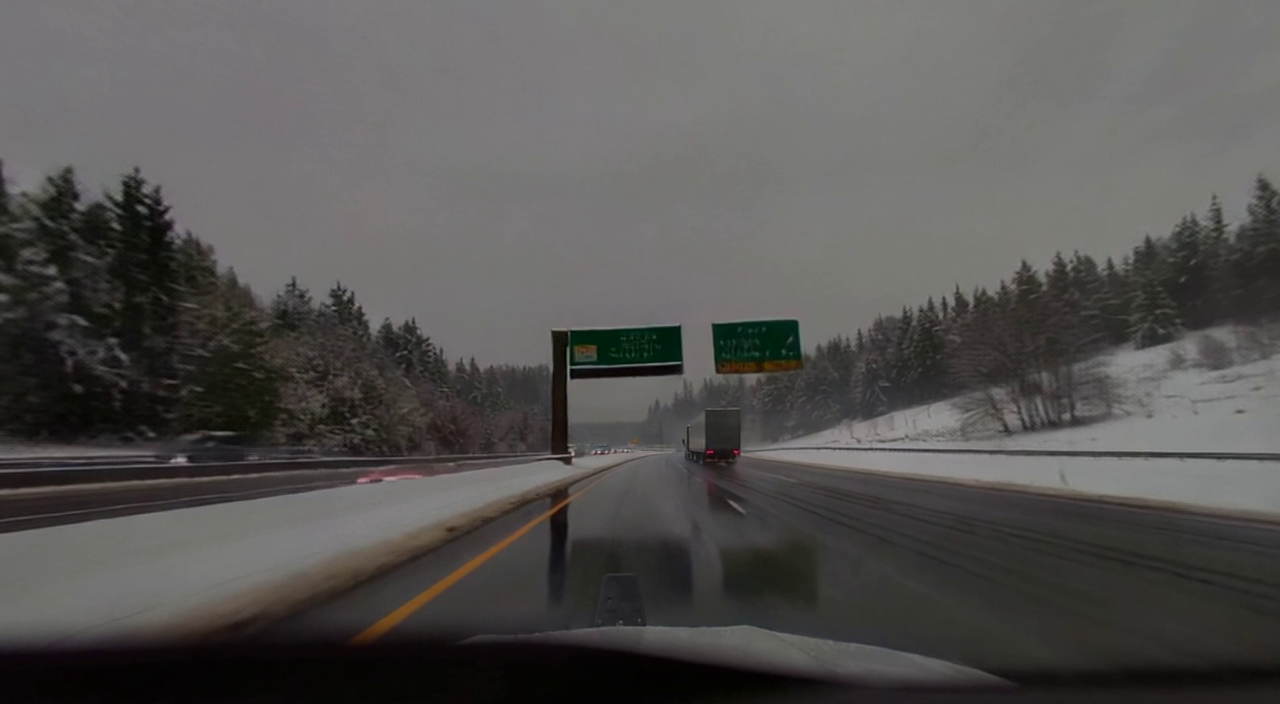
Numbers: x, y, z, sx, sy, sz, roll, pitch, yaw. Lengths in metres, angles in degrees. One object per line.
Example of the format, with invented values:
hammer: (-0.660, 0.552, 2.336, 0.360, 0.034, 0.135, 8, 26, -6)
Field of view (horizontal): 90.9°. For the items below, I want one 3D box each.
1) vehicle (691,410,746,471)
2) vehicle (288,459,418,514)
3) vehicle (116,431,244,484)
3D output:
vehicle: (5.737, 6.910, 48.630, 2.859, 3.984, 14.045, 0, -9, 2)
vehicle: (-8.255, 3.874, 18.599, 1.840, 1.373, 4.152, 0, -9, 1)
vehicle: (-24.594, 5.674, 34.140, 2.337, 2.586, 6.144, 0, -9, -1)
